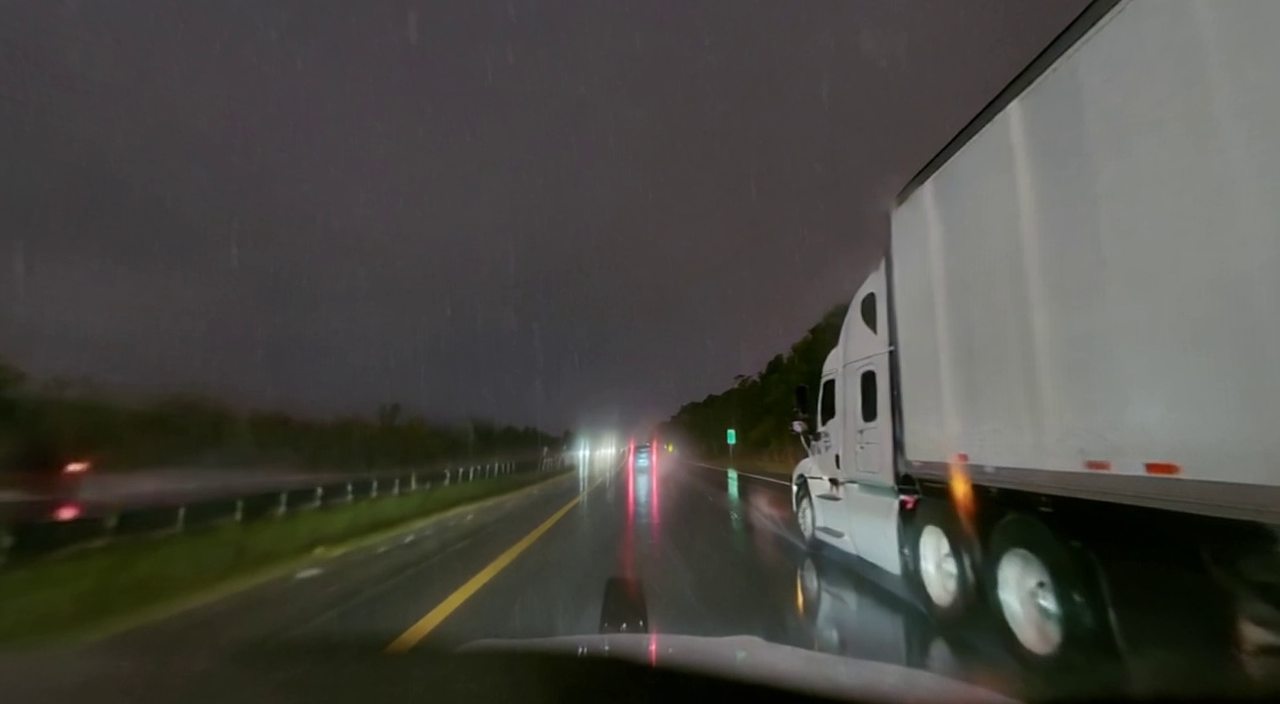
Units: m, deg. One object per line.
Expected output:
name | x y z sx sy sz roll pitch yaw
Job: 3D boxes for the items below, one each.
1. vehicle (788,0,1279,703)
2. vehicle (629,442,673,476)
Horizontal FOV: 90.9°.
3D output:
vehicle | 3.775 0.257 5.251 3.032 3.821 8.547 0 -8 0
vehicle | 0.497 5.070 30.170 1.968 1.515 4.025 0 -8 0
